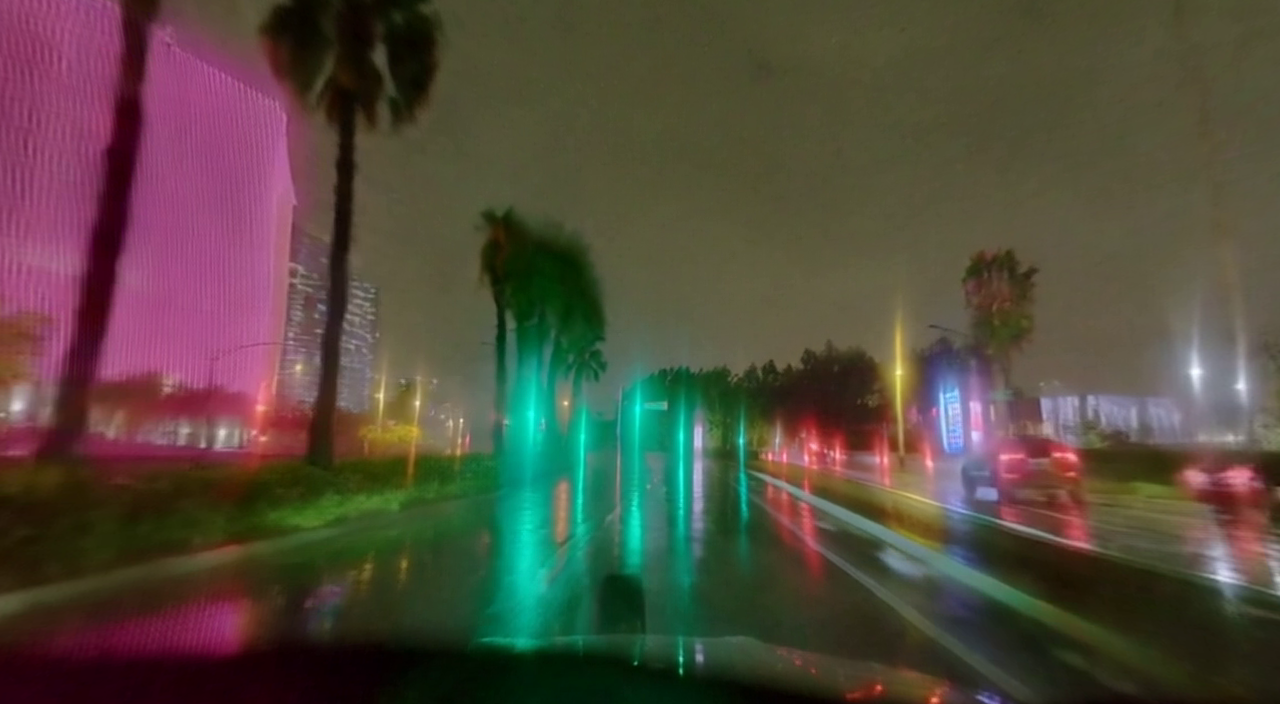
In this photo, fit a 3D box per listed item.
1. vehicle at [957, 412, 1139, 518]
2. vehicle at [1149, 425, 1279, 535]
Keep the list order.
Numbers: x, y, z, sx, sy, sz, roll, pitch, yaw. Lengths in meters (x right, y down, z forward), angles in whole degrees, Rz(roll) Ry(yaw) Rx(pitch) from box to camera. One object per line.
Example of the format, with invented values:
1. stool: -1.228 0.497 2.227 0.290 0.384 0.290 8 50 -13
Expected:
1. vehicle: 9.335 2.522 14.688 1.813 2.150 3.038 4 -7 -17
2. vehicle: 13.770 2.920 14.626 2.219 2.342 1.744 0 -9 6
